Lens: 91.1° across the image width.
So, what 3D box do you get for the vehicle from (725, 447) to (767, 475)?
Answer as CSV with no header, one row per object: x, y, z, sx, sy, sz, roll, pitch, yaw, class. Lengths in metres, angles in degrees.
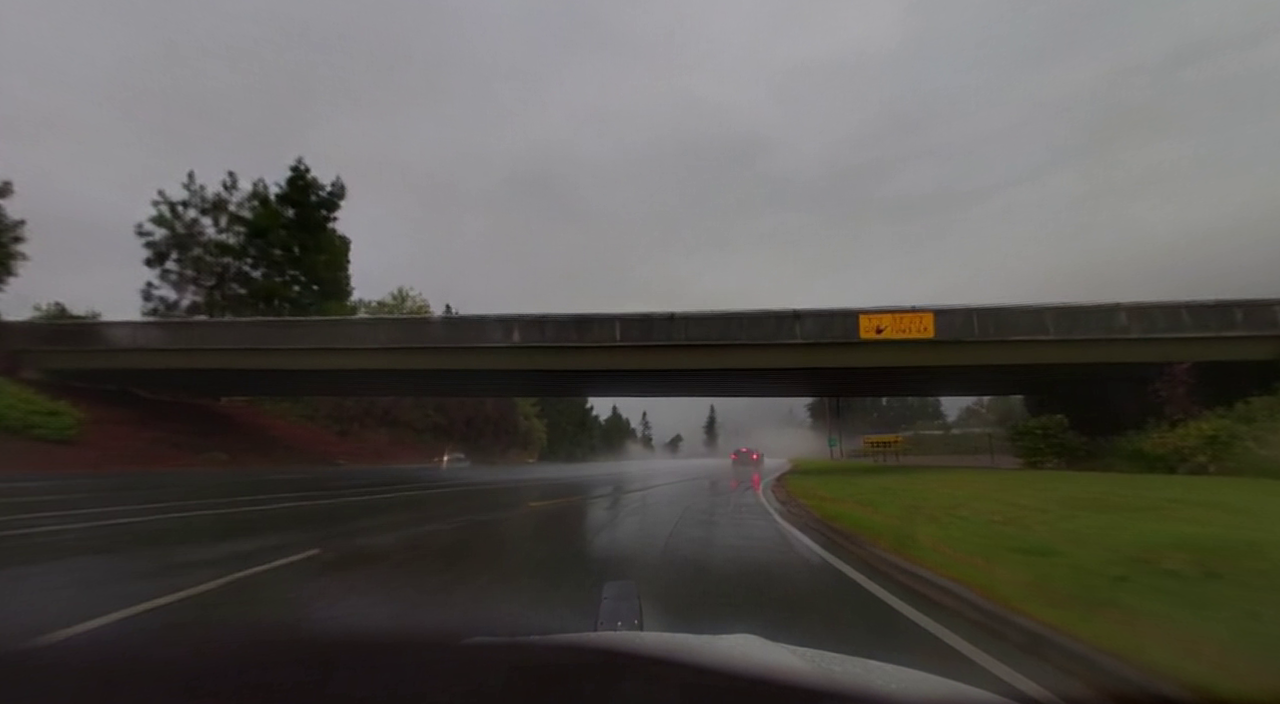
5.963,6.036,35.149,1.980,1.449,3.650,-3,-9,14,vehicle
